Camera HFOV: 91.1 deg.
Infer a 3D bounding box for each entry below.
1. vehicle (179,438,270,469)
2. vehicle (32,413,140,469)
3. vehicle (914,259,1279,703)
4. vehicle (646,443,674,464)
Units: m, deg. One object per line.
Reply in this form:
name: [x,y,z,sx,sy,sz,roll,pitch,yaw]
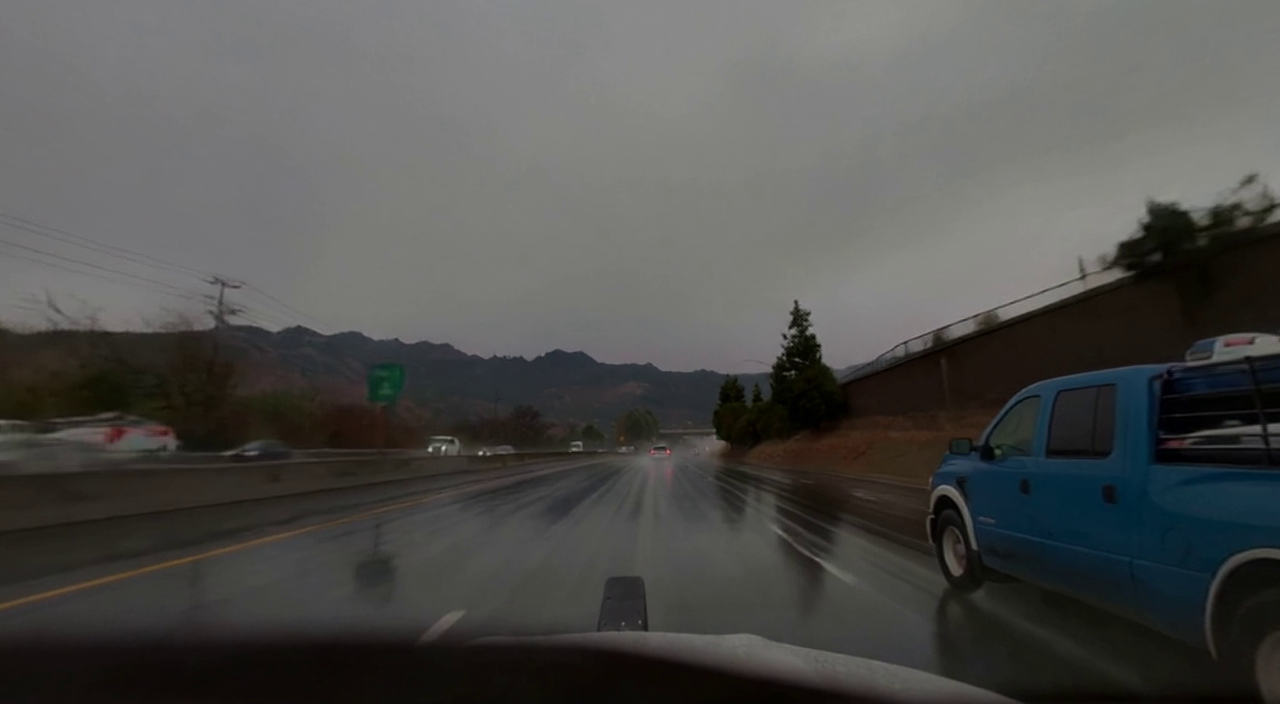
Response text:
vehicle: [-24.570,6.004,37.408,1.981,1.713,4.811,0,-9,2]
vehicle: [-28.492,4.628,32.462,2.035,2.698,3.636,0,-9,2]
vehicle: [4.059,0.774,3.077,2.538,2.228,6.370,0,-9,0]
vehicle: [1.466,7.778,48.112,2.034,1.549,4.147,0,-9,0]
